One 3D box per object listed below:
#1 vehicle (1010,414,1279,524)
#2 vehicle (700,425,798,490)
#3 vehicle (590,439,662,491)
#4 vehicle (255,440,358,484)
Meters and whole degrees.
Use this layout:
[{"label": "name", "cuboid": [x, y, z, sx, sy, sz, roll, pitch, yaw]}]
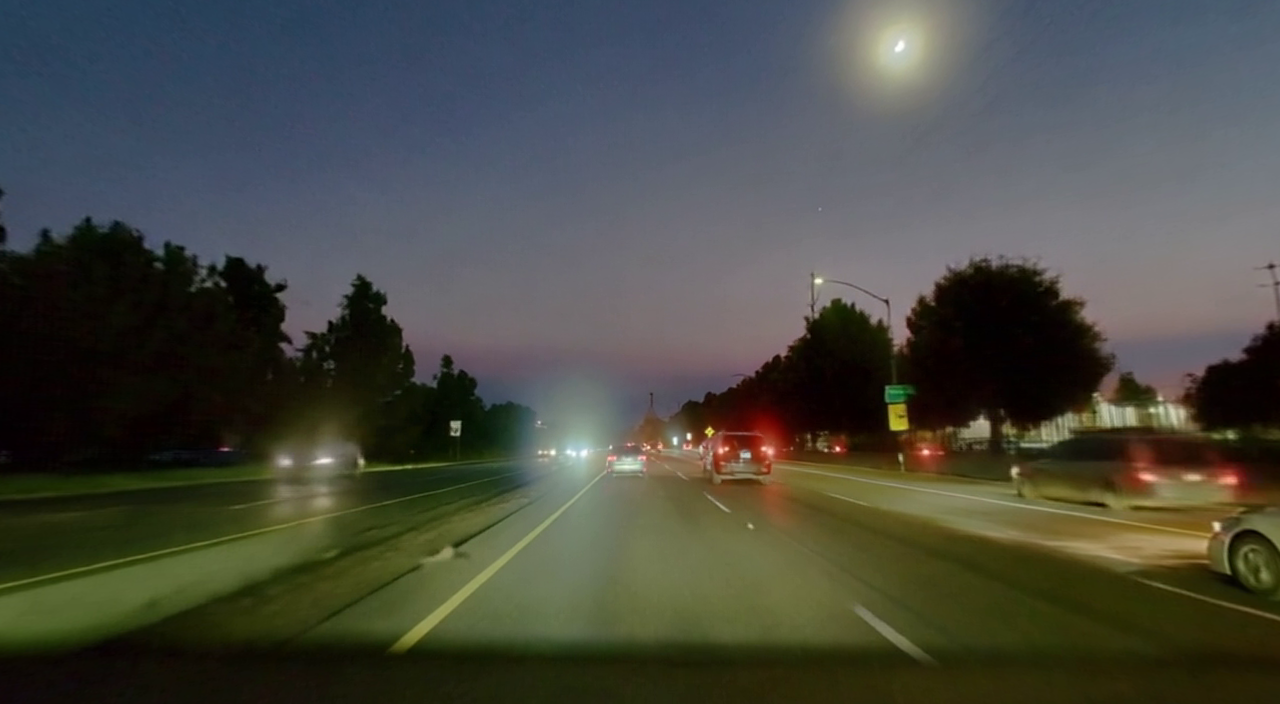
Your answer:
[{"label": "vehicle", "cuboid": [11.355, 2.491, 14.103, 2.533, 1.900, 6.143, 0, -8, 1]}, {"label": "vehicle", "cuboid": [3.333, 3.351, 20.339, 2.186, 1.842, 4.553, 0, -8, -2]}, {"label": "vehicle", "cuboid": [-0.396, 3.453, 19.707, 2.040, 1.451, 3.736, 0, -8, 0]}, {"label": "vehicle", "cuboid": [-14.194, 4.673, 27.230, 1.971, 1.718, 4.408, 0, -8, 1]}]
